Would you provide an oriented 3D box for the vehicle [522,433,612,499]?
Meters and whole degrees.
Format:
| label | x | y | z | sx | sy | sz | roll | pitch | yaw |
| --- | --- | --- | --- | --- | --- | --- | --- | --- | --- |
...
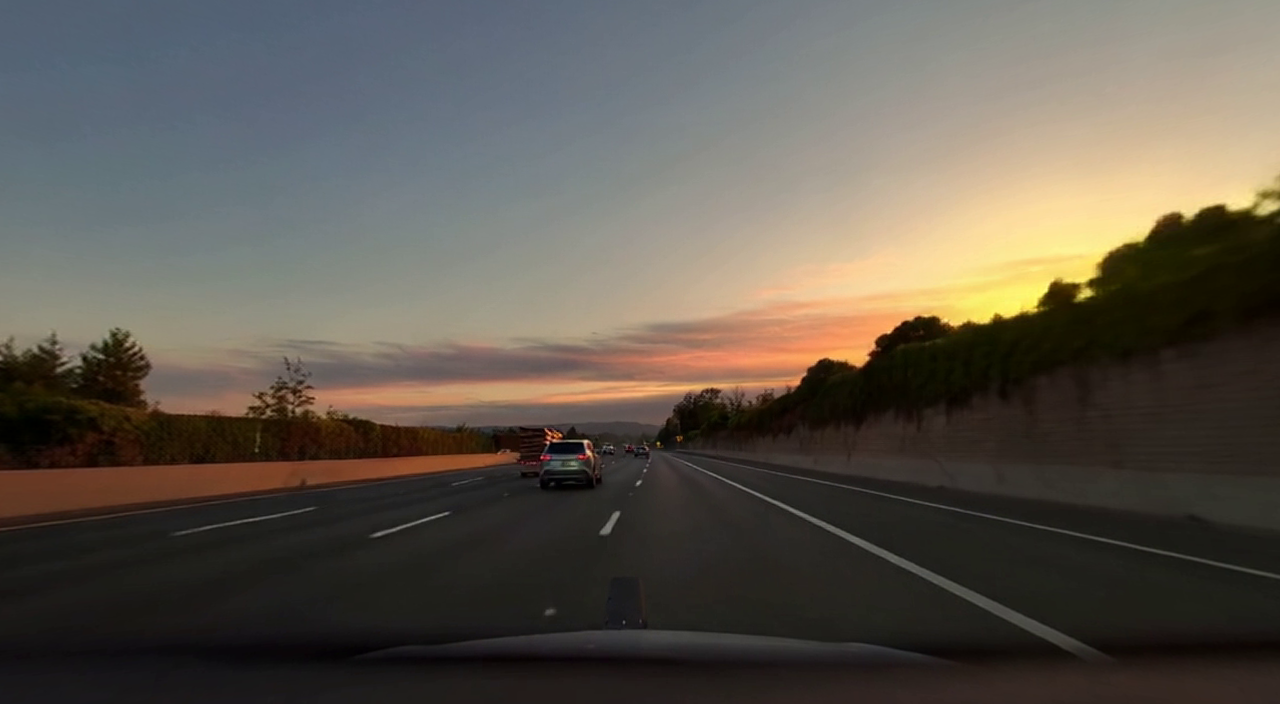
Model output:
| label | x | y | z | sx | sy | sz | roll | pitch | yaw |
| --- | --- | --- | --- | --- | --- | --- | --- | --- | --- |
| vehicle | -2.117 | 3.463 | 19.586 | 2.114 | 1.787 | 4.365 | -1 | -8 | 2 |
